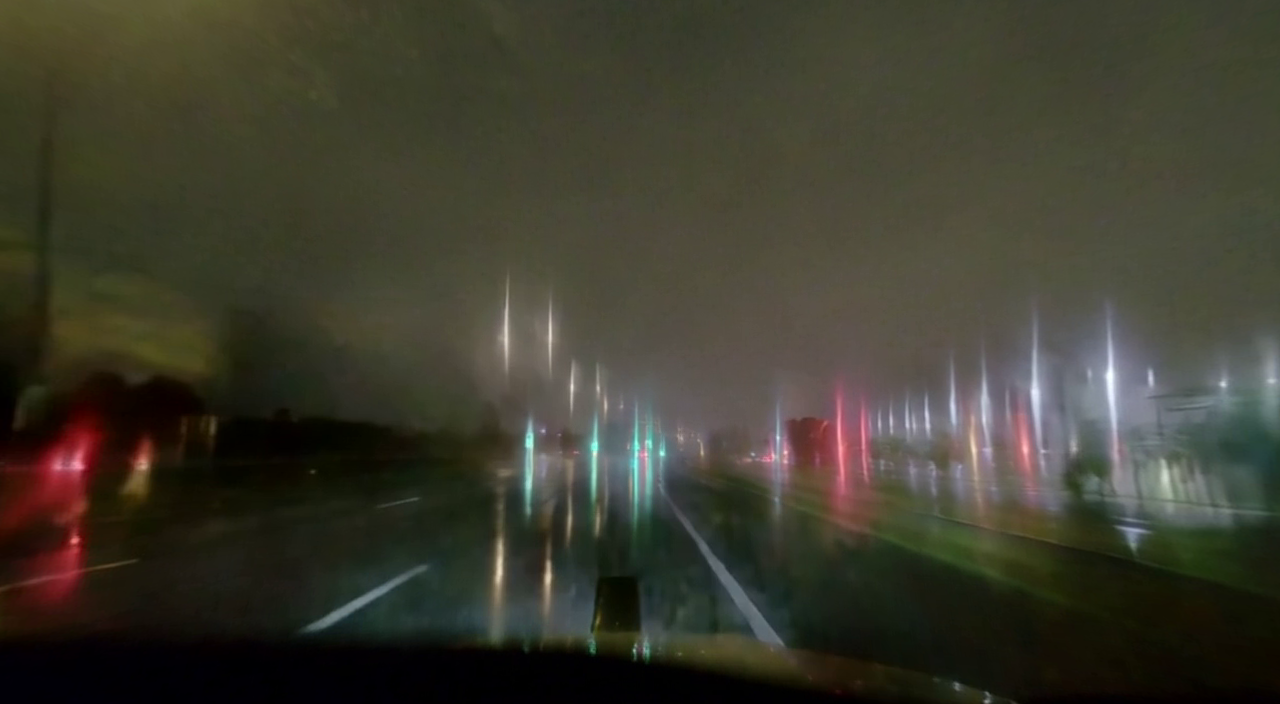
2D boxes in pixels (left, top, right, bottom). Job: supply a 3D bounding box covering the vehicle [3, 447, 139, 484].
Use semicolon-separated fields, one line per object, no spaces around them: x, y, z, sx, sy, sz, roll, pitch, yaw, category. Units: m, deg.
-26.712;5.315;29.928;1.923;1.563;4.762;0;-9;1;vehicle
